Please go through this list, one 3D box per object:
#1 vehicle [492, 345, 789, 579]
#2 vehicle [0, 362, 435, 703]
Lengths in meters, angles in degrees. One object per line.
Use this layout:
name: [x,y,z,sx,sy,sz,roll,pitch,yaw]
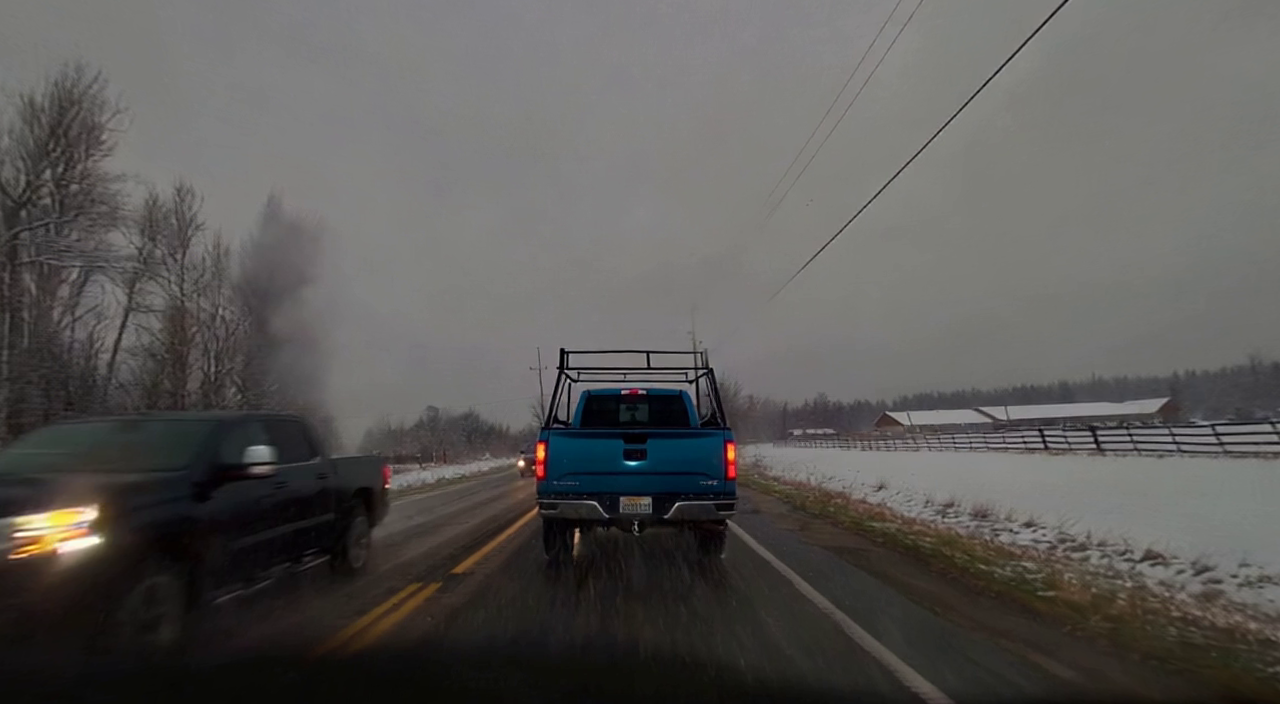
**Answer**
vehicle: [-0.073,1.615,9.981,2.912,2.320,7.292,0,-8,-1]
vehicle: [-3.726,1.269,5.477,2.278,1.745,4.766,0,-8,0]
